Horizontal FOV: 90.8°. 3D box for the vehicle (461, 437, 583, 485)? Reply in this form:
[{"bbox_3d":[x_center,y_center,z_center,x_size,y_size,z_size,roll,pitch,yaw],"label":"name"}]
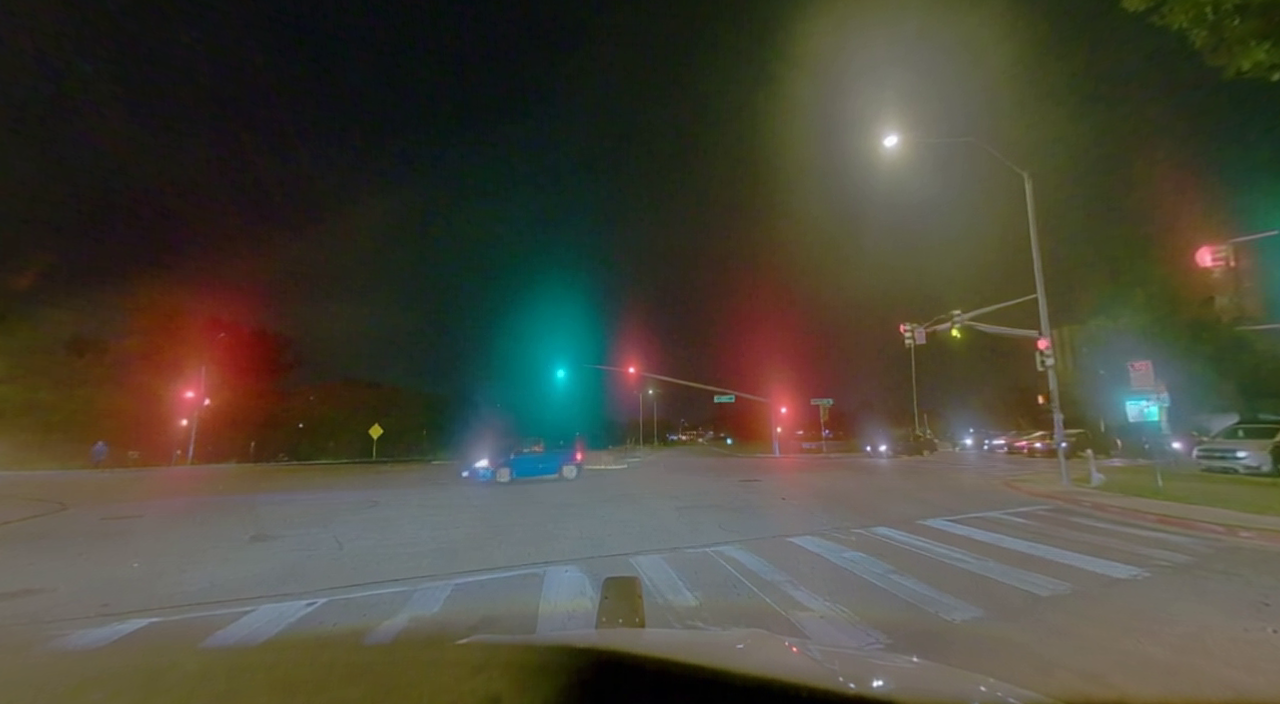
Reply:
[{"bbox_3d":[-4.015,3.741,21.978,1.740,1.500,3.896,-8,-11,41],"label":"vehicle"}]

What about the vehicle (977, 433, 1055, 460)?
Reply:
[{"bbox_3d":[26.948,6.754,45.264,5.032,1.828,2.183,4,-9,-24],"label":"vehicle"}]

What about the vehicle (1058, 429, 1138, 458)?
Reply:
[{"bbox_3d":[36.095,7.232,49.737,6.148,2.119,2.473,4,-10,-28],"label":"vehicle"}]

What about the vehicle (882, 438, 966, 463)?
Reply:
[{"bbox_3d":[18.715,6.457,41.634,5.234,1.549,1.982,4,-9,-24],"label":"vehicle"}]
